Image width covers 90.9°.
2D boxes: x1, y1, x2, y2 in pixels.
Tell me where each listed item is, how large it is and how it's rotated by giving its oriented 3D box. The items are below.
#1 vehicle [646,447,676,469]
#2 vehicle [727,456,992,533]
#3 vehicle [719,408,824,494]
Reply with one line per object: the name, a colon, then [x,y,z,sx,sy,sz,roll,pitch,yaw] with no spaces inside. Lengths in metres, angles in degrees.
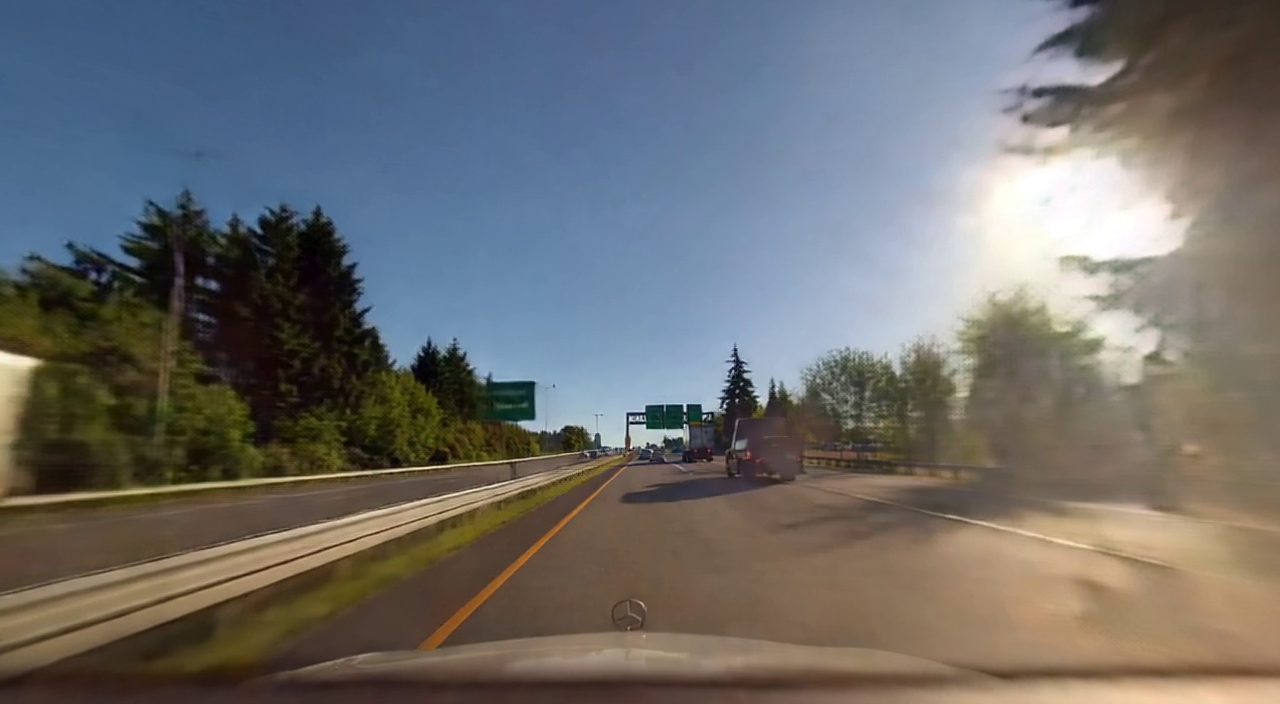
vehicle: [1.445,7.502,44.718,2.049,1.500,3.790,0,-9,1]
vehicle: [4.681,3.533,17.426,2.472,1.036,13.239,-2,-9,-1]
vehicle: [4.670,3.677,23.682,2.569,2.783,5.984,0,-9,-1]
